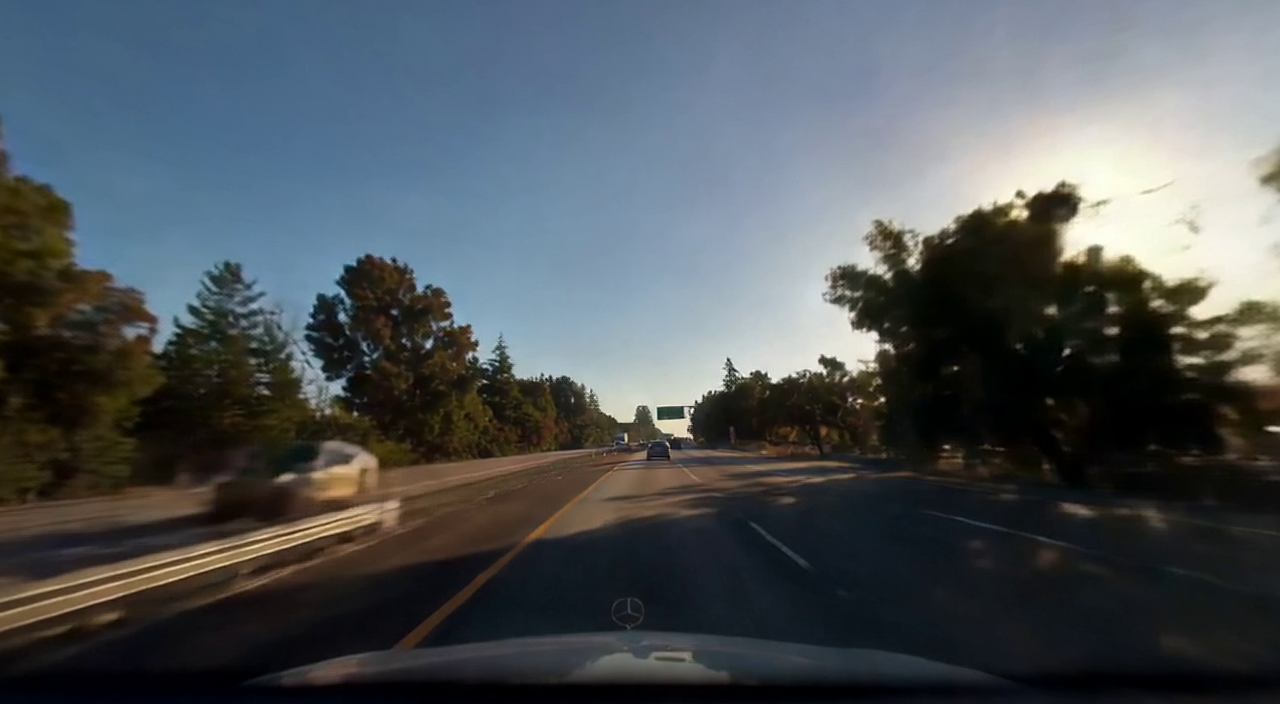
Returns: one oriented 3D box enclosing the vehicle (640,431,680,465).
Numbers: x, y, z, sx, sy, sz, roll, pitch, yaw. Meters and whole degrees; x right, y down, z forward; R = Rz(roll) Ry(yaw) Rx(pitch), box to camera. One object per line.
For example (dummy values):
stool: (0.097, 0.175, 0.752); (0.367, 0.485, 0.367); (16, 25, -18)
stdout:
vehicle: (1.236, 5.886, 38.692); (2.301, 1.944, 4.554); (0, -8, 2)

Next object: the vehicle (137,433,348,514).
vehicle: (-8.238, 2.517, 13.574); (1.865, 1.485, 3.974); (0, -8, 1)
